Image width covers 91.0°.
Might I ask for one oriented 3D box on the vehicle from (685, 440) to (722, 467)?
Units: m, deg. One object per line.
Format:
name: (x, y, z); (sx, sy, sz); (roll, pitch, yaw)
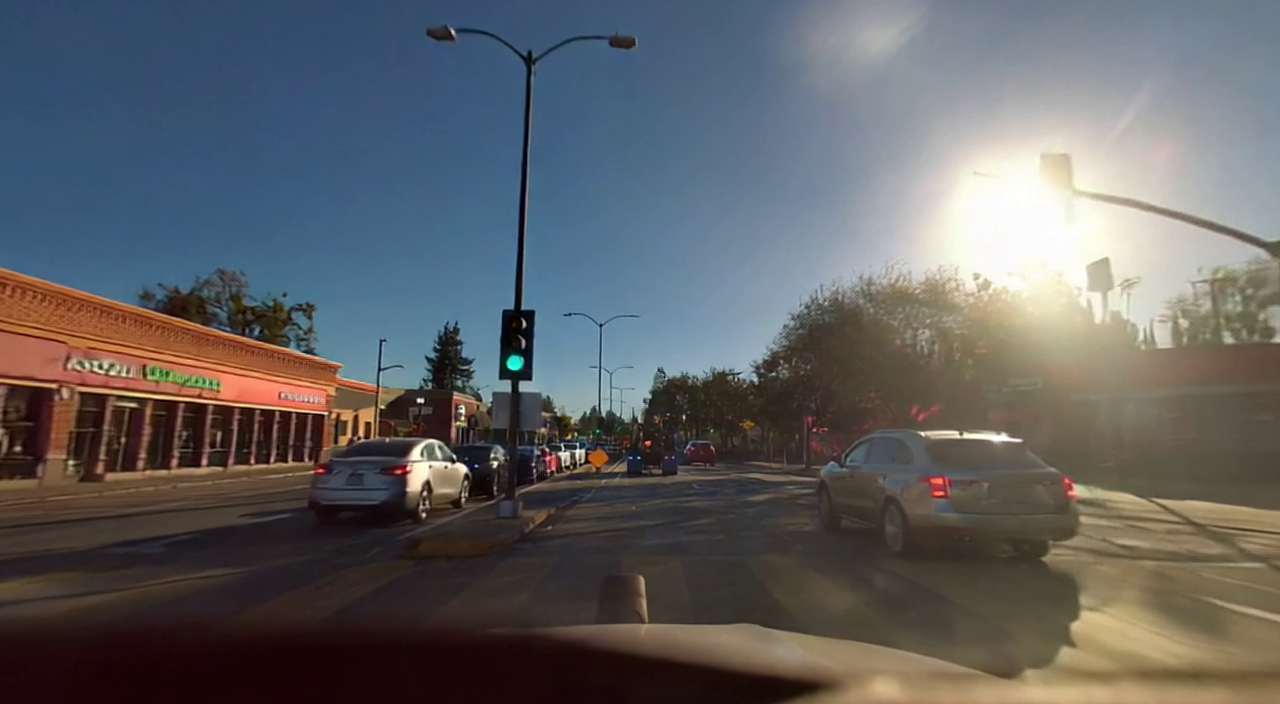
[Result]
vehicle: (4.239, 6.840, 42.592); (2.025, 1.754, 4.311); (0, -8, -1)

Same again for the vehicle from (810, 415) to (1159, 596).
vehicle: (3.665, 1.683, 7.743); (2.025, 1.618, 3.949); (0, -8, 0)

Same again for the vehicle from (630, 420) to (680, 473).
vehicle: (0.787, 5.283, 35.520); (2.566, 2.705, 6.350); (0, -8, 0)

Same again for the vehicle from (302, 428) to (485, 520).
vehicle: (-4.635, 2.352, 12.687); (2.001, 1.518, 4.316); (0, -8, -1)

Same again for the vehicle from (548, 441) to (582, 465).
vehicle: (-5.100, 6.898, 43.157); (1.922, 1.506, 4.302); (0, -8, -1)
